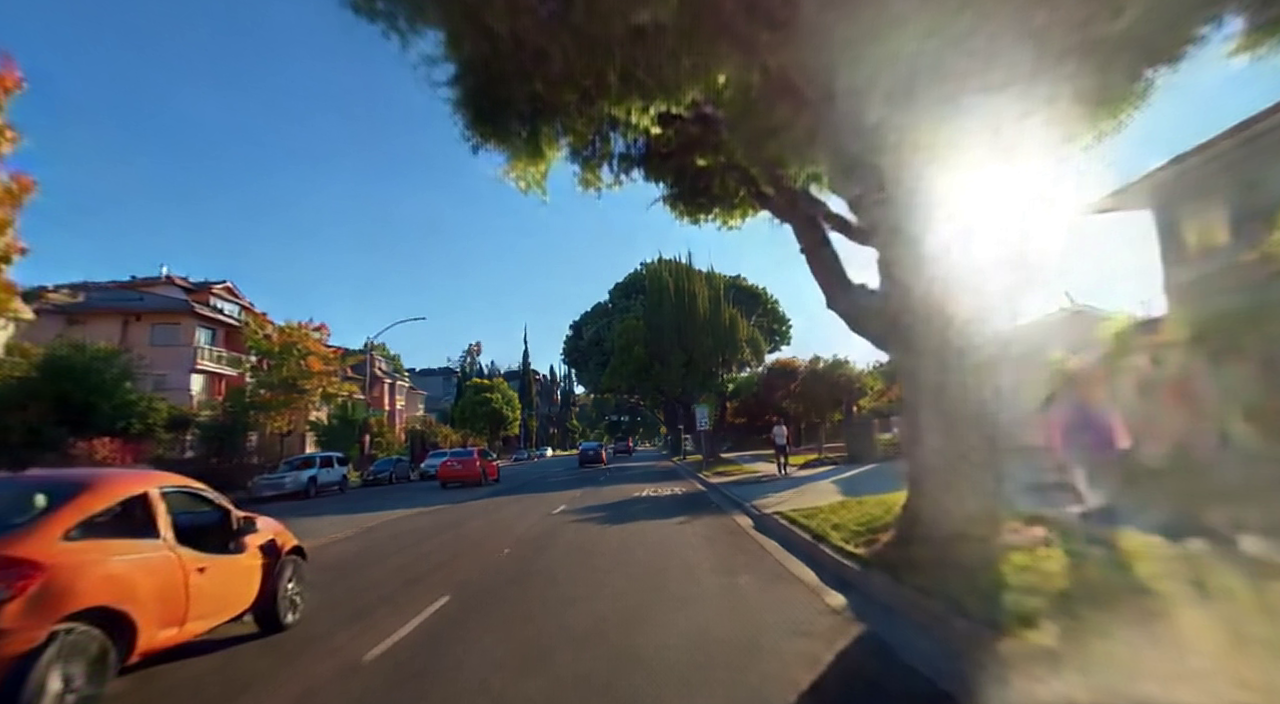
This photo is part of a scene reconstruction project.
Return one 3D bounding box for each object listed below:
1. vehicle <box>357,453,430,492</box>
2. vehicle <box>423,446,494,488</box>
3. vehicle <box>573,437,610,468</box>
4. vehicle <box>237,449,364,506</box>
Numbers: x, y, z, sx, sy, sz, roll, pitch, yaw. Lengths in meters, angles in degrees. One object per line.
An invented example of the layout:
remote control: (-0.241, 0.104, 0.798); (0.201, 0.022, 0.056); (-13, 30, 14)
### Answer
vehicle: (-12.214, 5.974, 31.388); (1.910, 1.462, 4.581); (-4, -7, -2)
vehicle: (-8.966, 5.685, 31.429); (2.019, 1.907, 4.697); (0, -8, 1)
vehicle: (-3.001, 6.319, 39.503); (1.908, 1.809, 4.230); (0, -8, 1)
vehicle: (-12.112, 4.462, 22.889); (1.904, 1.728, 4.997); (2, -8, -1)
